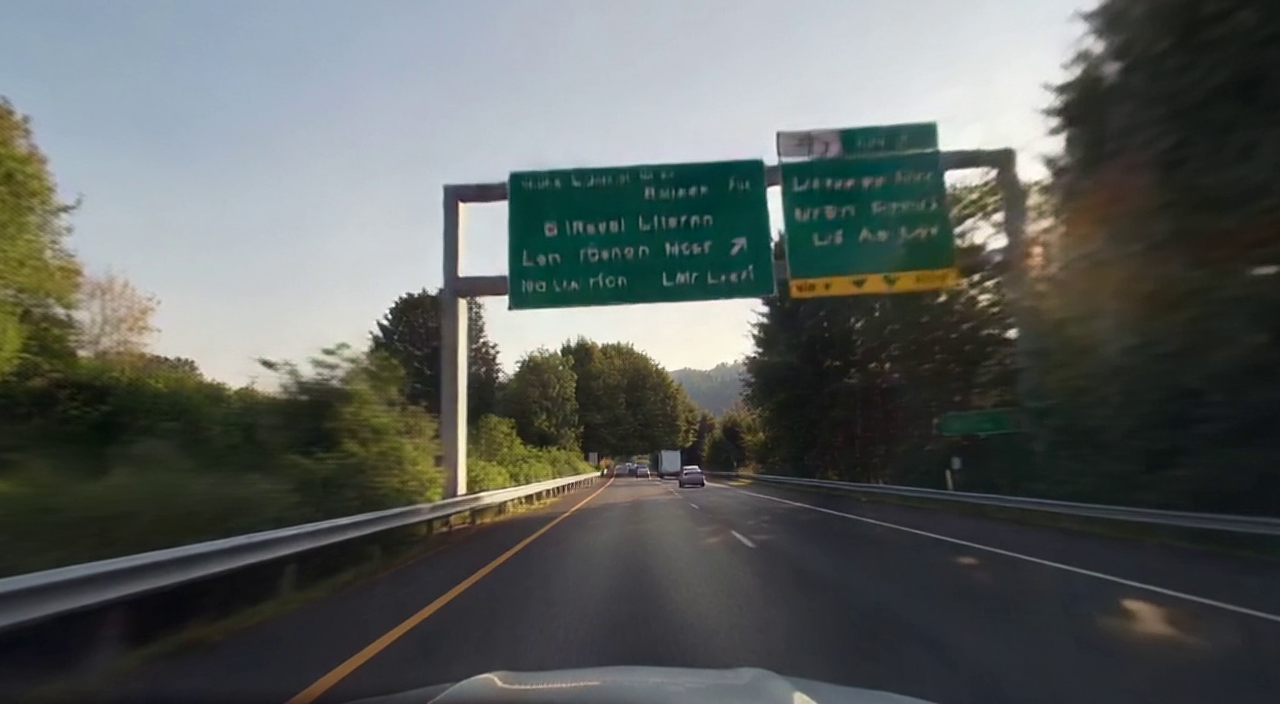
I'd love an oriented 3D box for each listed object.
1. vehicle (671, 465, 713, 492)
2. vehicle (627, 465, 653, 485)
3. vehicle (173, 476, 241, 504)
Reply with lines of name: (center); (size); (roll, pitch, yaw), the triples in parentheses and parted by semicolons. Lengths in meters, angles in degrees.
vehicle: (2.987, 7.401, 37.091); (1.976, 1.467, 3.783); (1, -10, -3)
vehicle: (-0.036, 9.535, 48.881); (1.980, 1.483, 3.865); (1, -10, -1)
vehicle: (-24.548, 7.811, 35.878); (1.738, 1.460, 3.734); (2, -11, -11)
